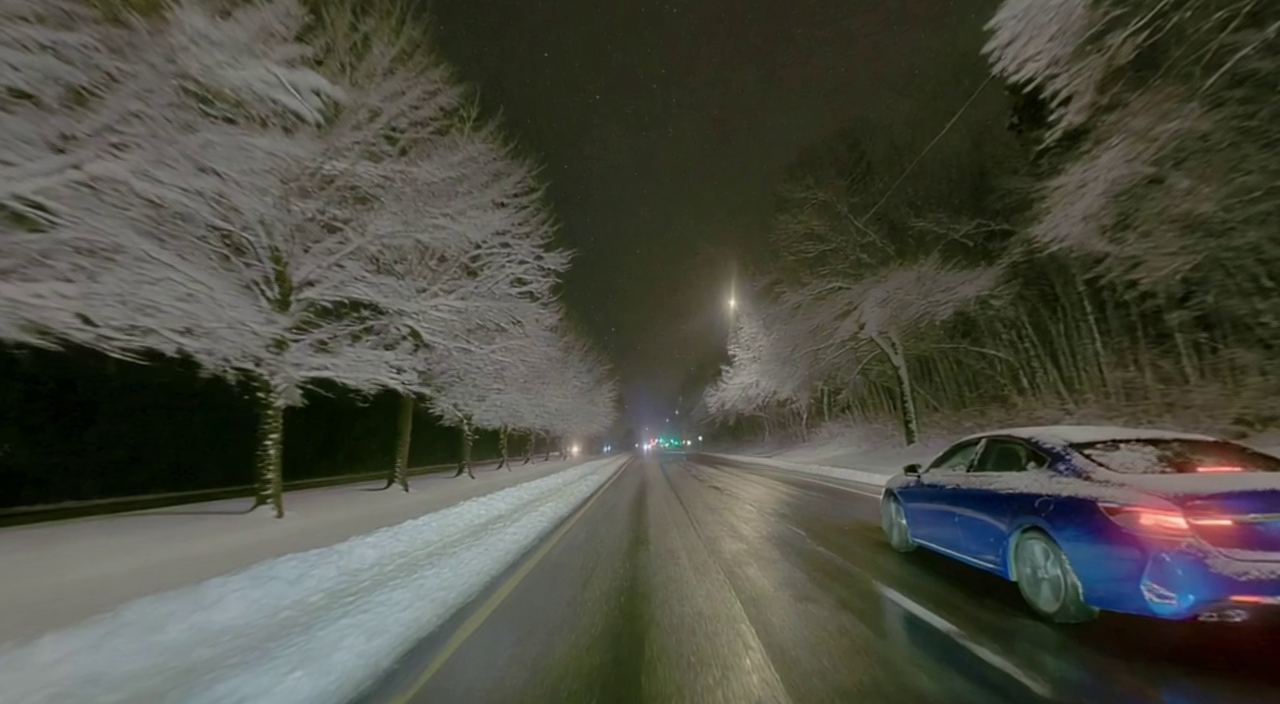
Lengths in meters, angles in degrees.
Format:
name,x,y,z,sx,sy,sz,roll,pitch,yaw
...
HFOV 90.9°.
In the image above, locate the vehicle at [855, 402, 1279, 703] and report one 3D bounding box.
name,x,y,z,sx,sy,sz,roll,pitch,yaw
vehicle,3.790,1.352,5.551,2.061,1.503,4.823,0,-8,0
